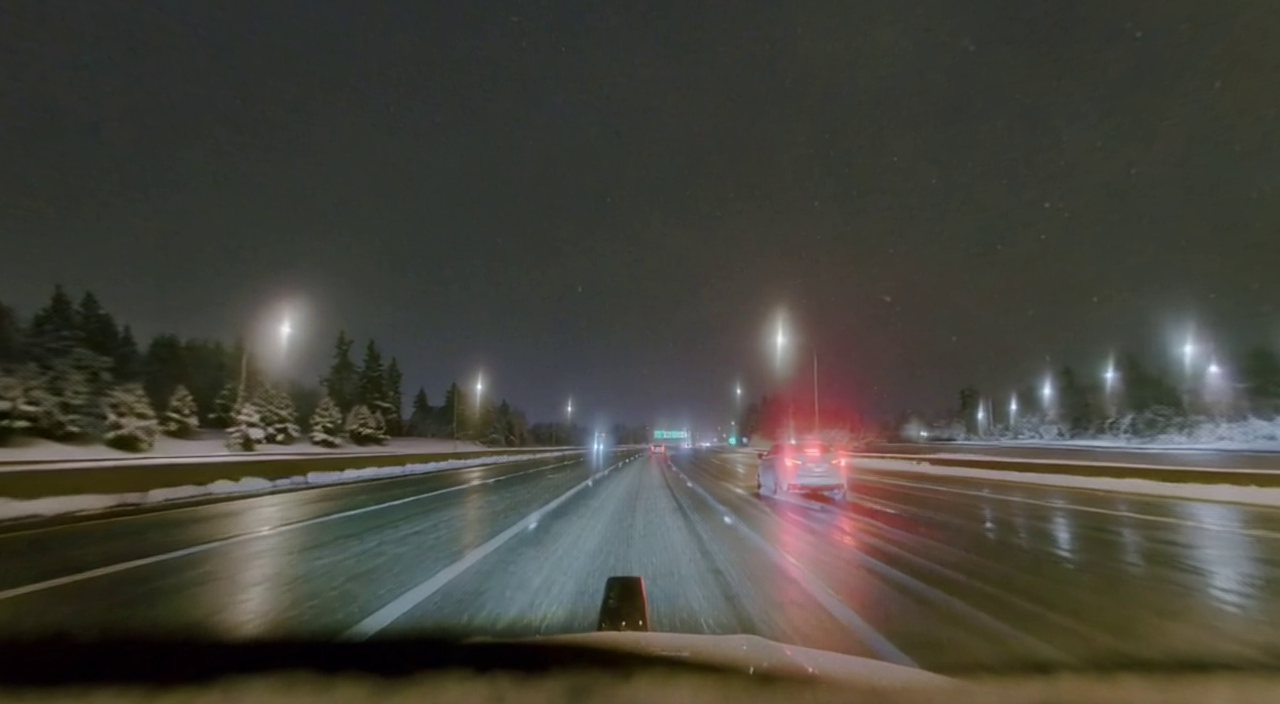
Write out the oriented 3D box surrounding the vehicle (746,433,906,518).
[{"bbox_3d":[3.693,2.551,13.565,1.999,1.492,4.673,0,-9,0],"label":"vehicle"}]
